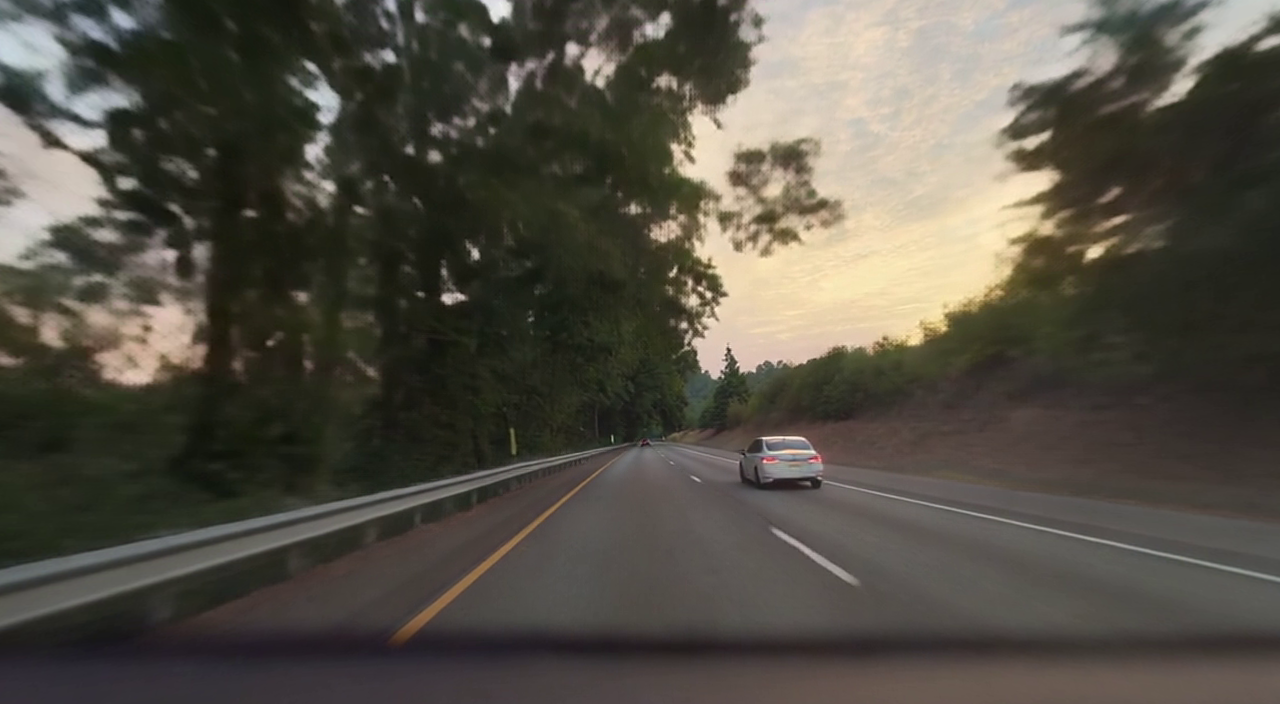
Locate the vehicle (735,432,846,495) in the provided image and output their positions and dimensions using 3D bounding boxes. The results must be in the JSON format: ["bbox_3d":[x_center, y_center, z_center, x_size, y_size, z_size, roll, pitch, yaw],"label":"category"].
[{"bbox_3d":[4.129,3.114,18.094,1.905,1.525,4.719,0,-8,-1],"label":"vehicle"}]
